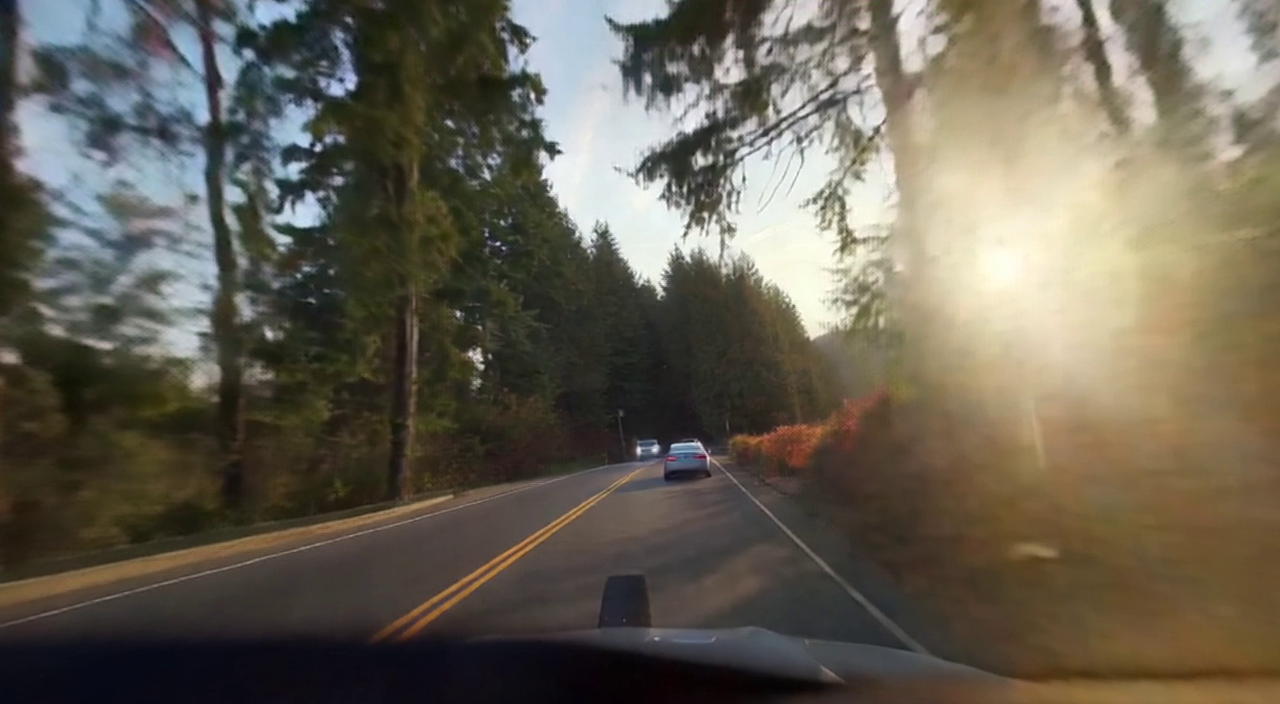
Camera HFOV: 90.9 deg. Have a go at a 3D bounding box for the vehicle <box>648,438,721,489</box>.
[{"bbox_3d":[1.540,3.817,21.941,2.274,1.583,4.349,-1,-8,4],"label":"vehicle"}]
